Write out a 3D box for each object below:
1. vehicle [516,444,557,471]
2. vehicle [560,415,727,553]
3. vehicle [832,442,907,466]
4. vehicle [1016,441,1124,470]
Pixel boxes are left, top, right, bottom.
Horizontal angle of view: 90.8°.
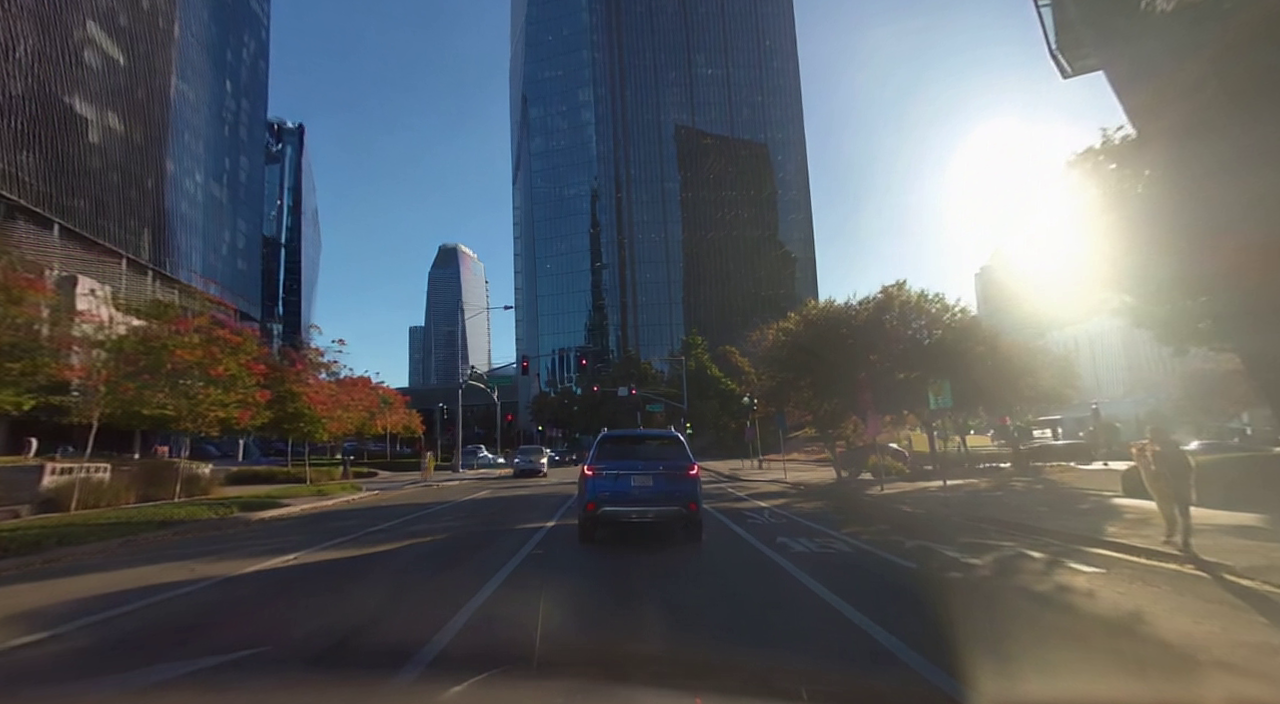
[{"bbox_3d":[-6.751,6.890,41.486,2.028,1.655,4.189,0,-9,-1],"label":"vehicle"},{"bbox_3d":[-0.038,2.025,10.355,2.183,1.765,4.059,0,-8,-2],"label":"vehicle"},{"bbox_3d":[15.671,6.968,43.262,4.422,1.563,1.751,0,-9,-2],"label":"vehicle"},{"bbox_3d":[24.519,5.920,36.115,4.571,1.558,2.171,0,-9,-2],"label":"vehicle"}]
